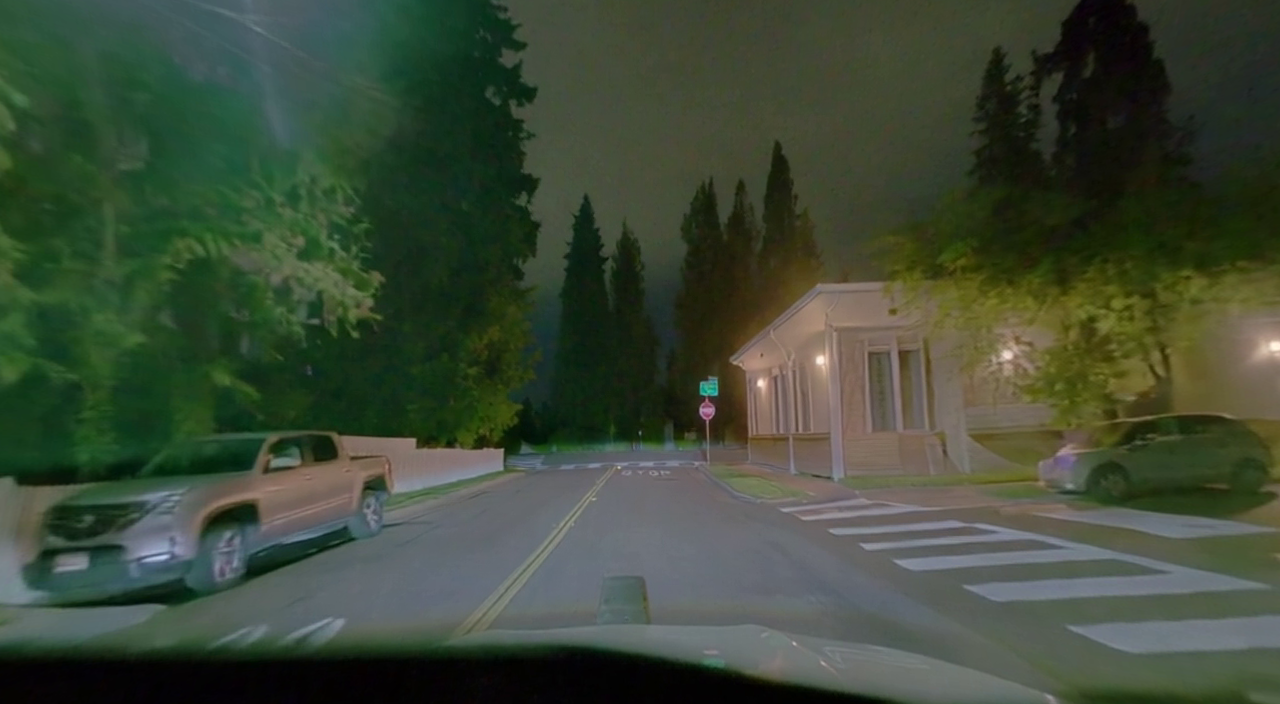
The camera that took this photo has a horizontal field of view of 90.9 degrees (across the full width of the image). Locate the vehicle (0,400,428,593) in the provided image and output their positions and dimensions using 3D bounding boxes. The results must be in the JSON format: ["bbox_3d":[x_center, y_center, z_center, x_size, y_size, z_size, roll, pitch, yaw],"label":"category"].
[{"bbox_3d":[-5.534,1.840,9.448,2.308,1.899,6.107,-1,-7,3],"label":"vehicle"}]
